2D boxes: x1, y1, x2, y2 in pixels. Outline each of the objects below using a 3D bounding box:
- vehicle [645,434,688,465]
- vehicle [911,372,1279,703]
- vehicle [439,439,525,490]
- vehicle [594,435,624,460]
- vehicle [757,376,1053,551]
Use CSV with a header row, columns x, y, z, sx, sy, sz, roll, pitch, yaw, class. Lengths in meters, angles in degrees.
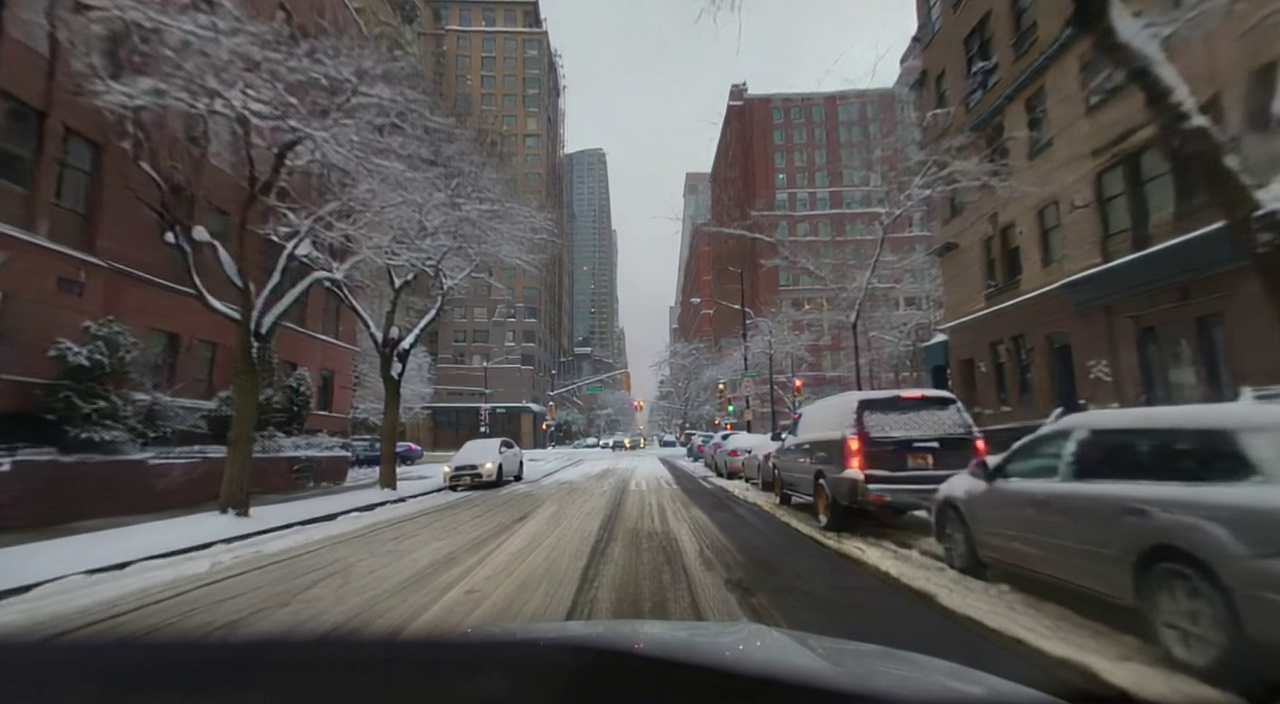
x,y,z,sx,sy,sz,roll,pitch,yaw,class
1.572,5.585,36.197,2.111,1.619,4.077,-1,-9,7,vehicle
3.951,1.164,4.772,1.871,1.603,4.161,0,-8,-1,vehicle
-5.913,4.248,24.268,2.013,1.772,4.439,-1,-8,2,vehicle
-2.266,7.089,46.923,1.979,1.723,3.849,0,-8,1,vehicle
3.641,1.725,10.369,2.356,2.043,5.791,0,-8,0,vehicle
